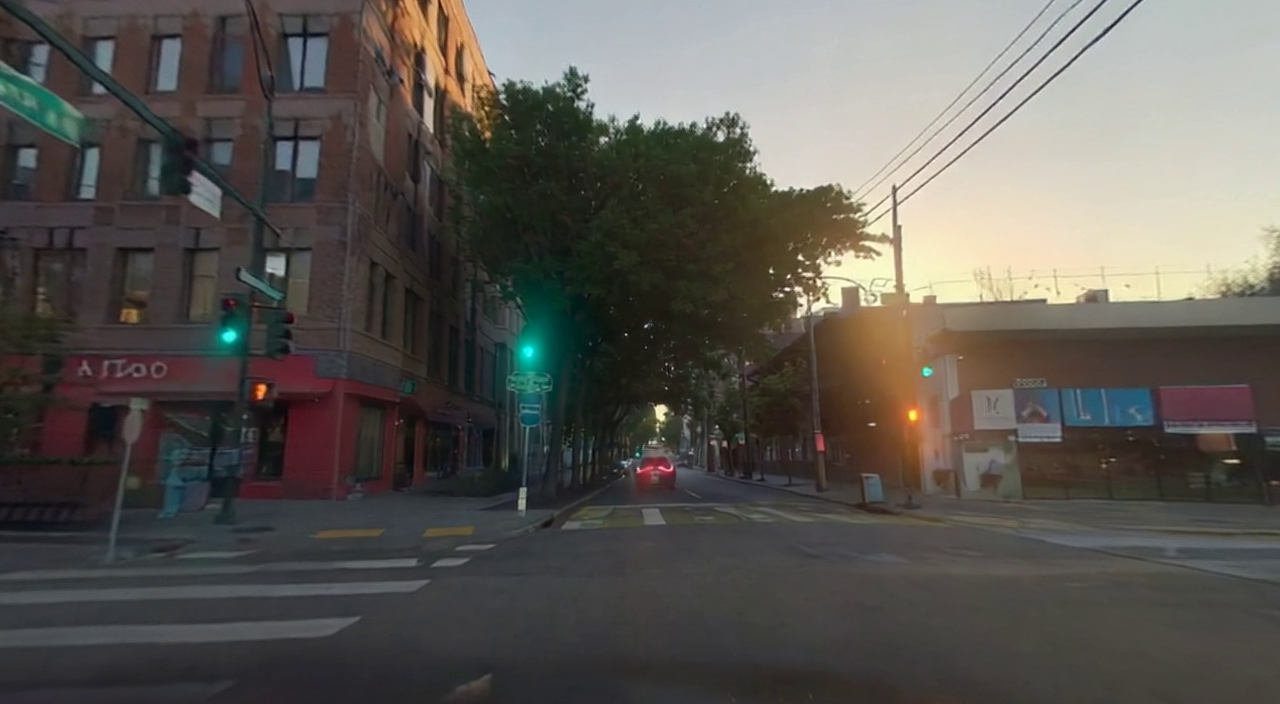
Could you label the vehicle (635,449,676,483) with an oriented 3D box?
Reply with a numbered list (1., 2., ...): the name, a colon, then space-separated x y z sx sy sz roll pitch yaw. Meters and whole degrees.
1. vehicle: 0.794 6.189 34.428 2.079 1.621 3.861 -1 -8 0
